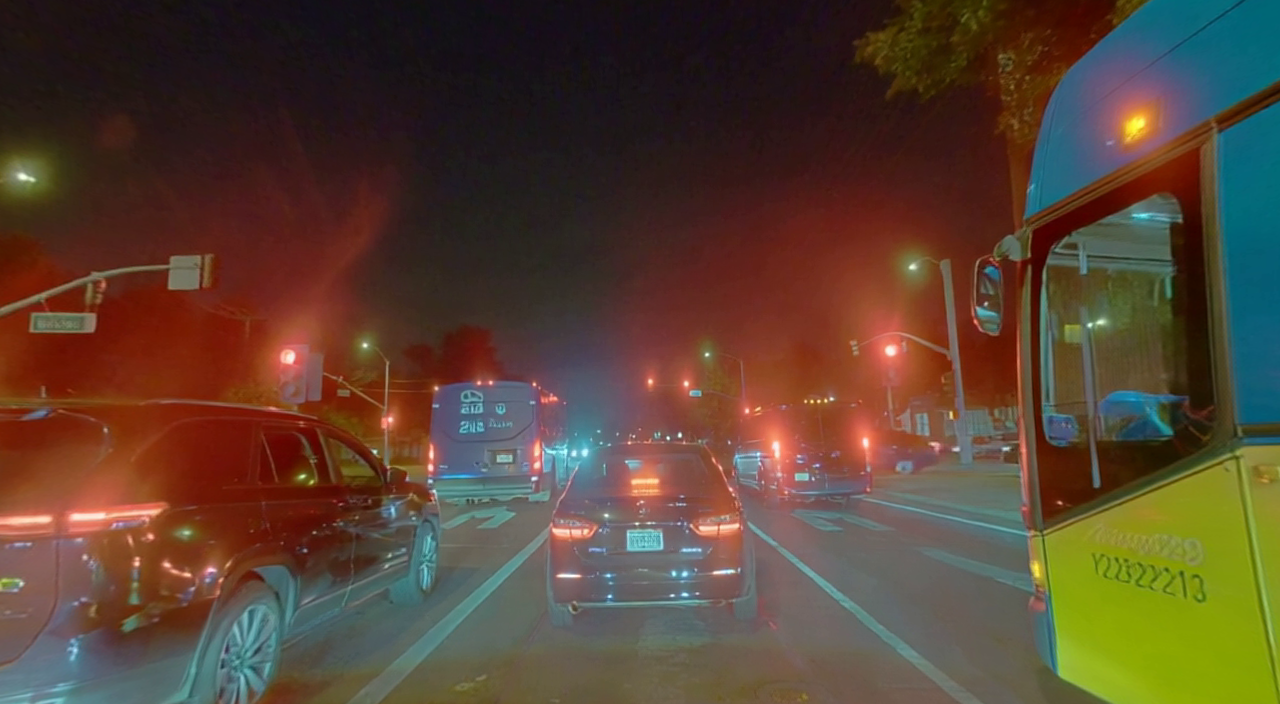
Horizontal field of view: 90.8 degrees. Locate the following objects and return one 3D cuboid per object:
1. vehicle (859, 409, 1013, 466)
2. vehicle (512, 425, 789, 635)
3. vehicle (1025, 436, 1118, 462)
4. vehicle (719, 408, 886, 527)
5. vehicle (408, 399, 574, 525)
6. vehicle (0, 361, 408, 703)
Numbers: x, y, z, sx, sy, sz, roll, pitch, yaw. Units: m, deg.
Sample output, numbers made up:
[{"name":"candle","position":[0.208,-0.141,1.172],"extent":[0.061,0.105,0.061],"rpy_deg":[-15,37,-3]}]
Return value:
[{"name":"vehicle","position":[17.595,5.130,37.914],"extent":[7.839,3.213,2.628],"rpy_deg":[0,-8,-3]},{"name":"vehicle","position":[0.065,1.548,6.405],"extent":[1.976,1.485,3.624],"rpy_deg":[0,-8,0]},{"name":"vehicle","position":[25.869,5.824,37.972],"extent":[4.229,1.489,1.794],"rpy_deg":[0,-8,-1]},{"name":"vehicle","position":[3.153,2.397,13.666],"extent":[2.143,2.036,5.367],"rpy_deg":[0,-8,0]},{"name":"vehicle","position":[-2.932,2.352,13.945],"extent":[2.335,2.221,5.165],"rpy_deg":[0,-8,1]},{"name":"vehicle","position":[-3.411,1.177,4.618],"extent":[1.921,1.701,3.989],"rpy_deg":[0,-8,0]}]
